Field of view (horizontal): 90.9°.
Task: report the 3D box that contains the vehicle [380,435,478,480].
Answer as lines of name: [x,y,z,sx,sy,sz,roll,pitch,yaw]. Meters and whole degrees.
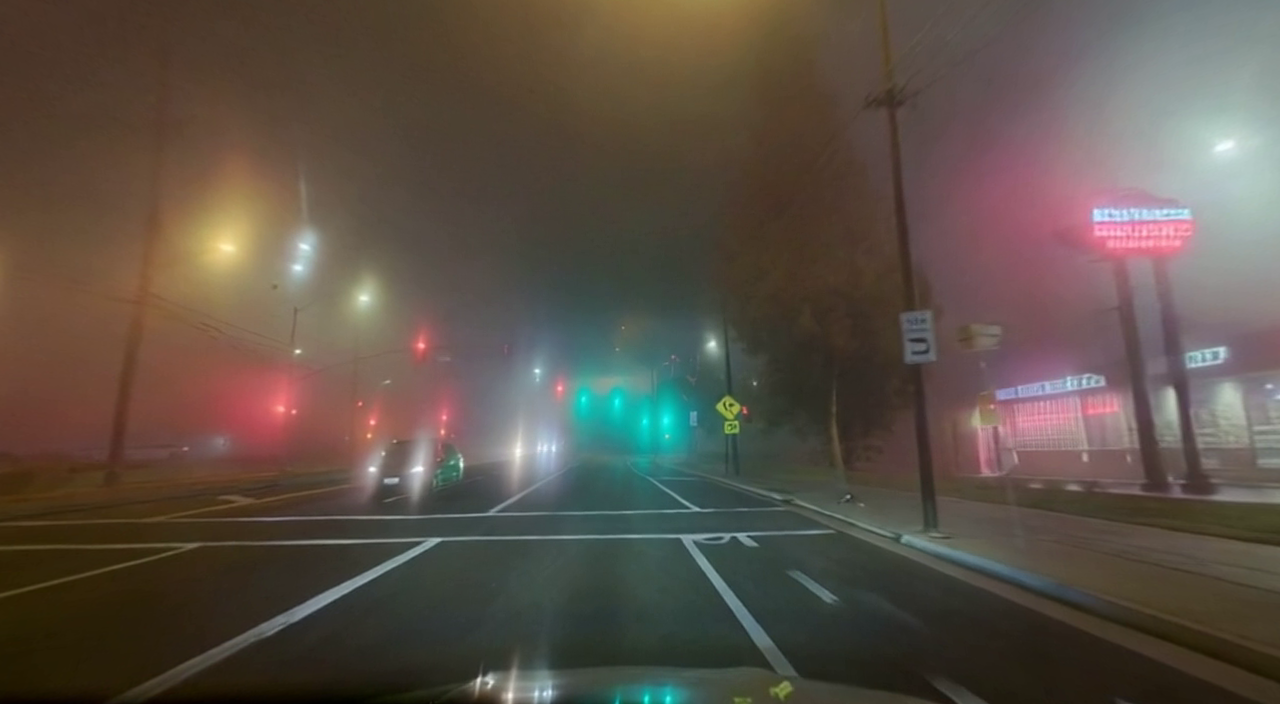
vehicle: [-7.486,3.765,22.838,2.010,1.455,4.271,0,-8,1]

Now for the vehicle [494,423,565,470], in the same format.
vehicle: [-4.847,4.256,28.482,2.371,1.926,5.099,0,-8,-1]
